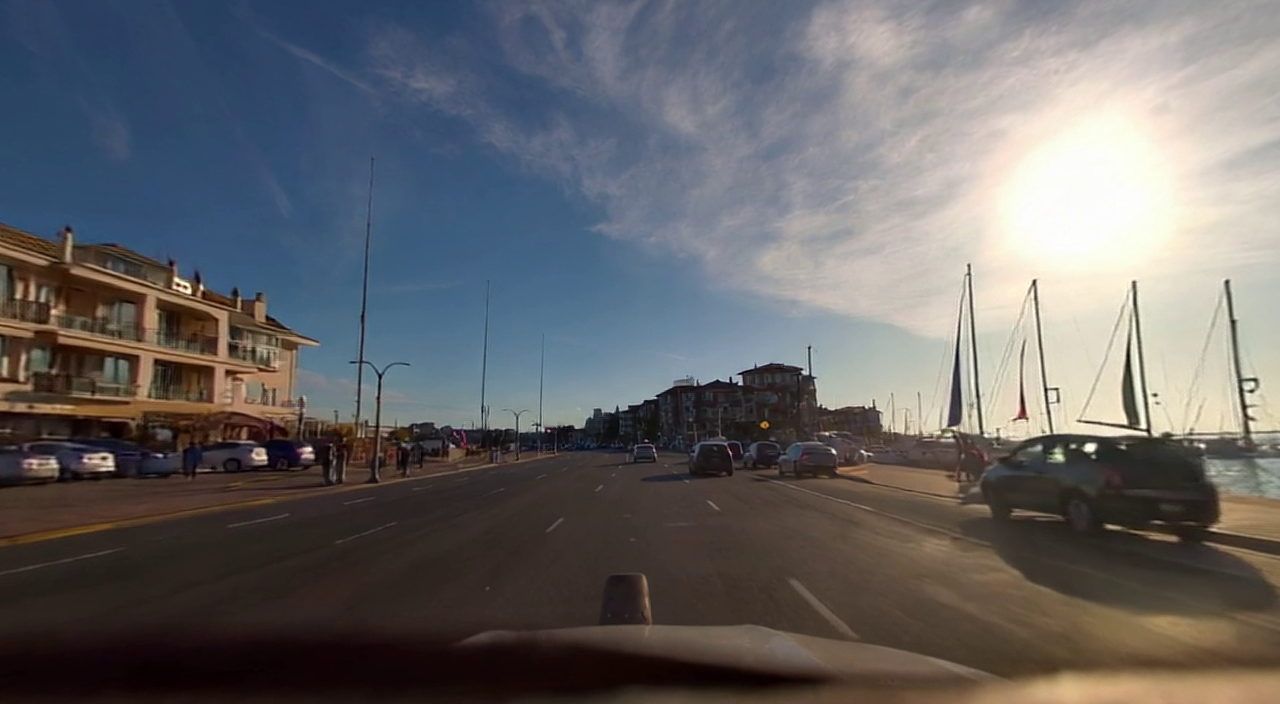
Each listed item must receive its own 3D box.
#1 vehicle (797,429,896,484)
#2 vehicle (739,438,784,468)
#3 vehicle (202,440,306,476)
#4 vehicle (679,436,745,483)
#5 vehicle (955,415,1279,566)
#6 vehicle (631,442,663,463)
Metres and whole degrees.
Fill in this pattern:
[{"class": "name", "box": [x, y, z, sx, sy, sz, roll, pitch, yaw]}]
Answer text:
[{"class": "vehicle", "box": [7.937, 4.090, 24.861, 2.056, 1.896, 5.062, 0, -9, -1]}, {"class": "vehicle", "box": [7.969, 6.667, 41.729, 1.969, 1.852, 4.514, 0, -9, -1]}, {"class": "vehicle", "box": [-18.020, 4.972, 29.733, 1.840, 1.522, 4.695, -1, -9, 1]}, {"class": "vehicle", "box": [2.681, 4.127, 24.460, 2.047, 1.640, 4.051, 0, -9, 0]}, {"class": "vehicle", "box": [7.206, 1.997, 9.902, 2.029, 1.750, 4.825, 0, -9, 1]}, {"class": "vehicle", "box": [0.520, 7.598, 47.618, 2.284, 1.496, 3.949, -1, -9, 1]}]
